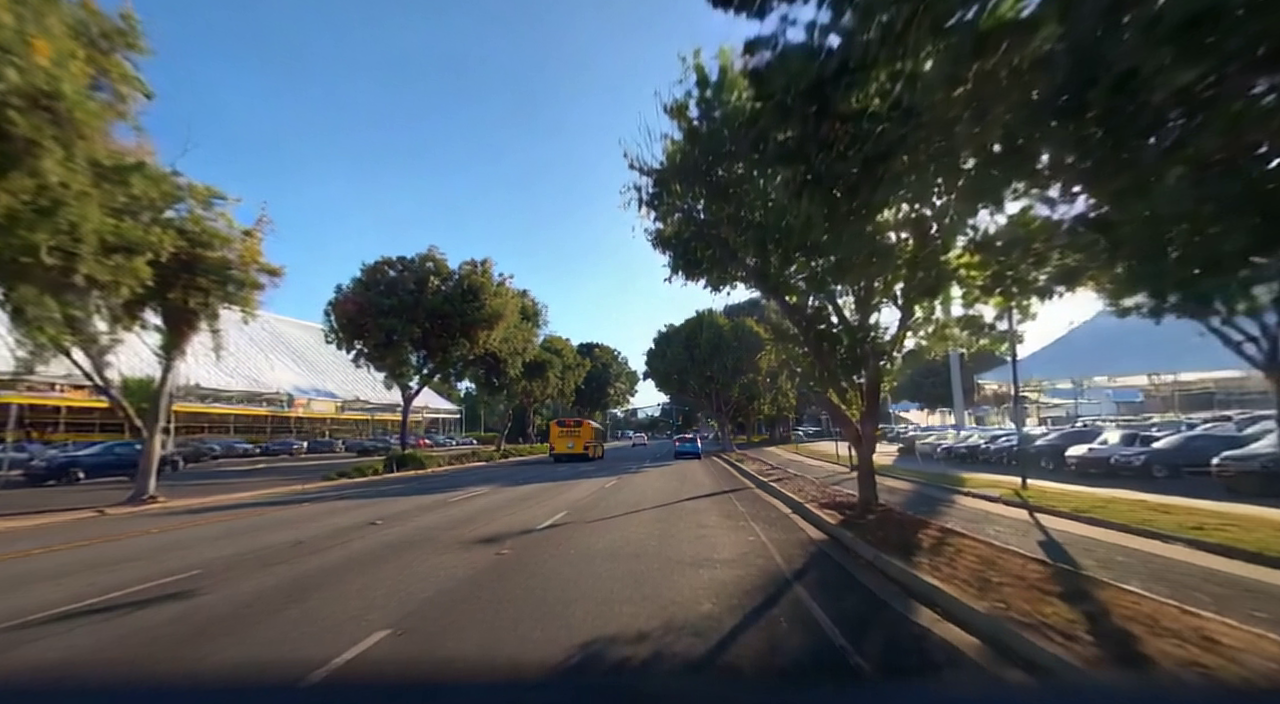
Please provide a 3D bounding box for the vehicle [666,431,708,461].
[{"bbox_3d":[2.524,5.089,33.988,2.123,1.498,4.226,-1,-9,4],"label":"vehicle"}]

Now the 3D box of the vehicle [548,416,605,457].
[{"bbox_3d":[-4.114,5.707,42.146,2.485,2.556,6.363,-1,-9,6],"label":"vehicle"}]

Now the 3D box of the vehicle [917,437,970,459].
[{"bbox_3d":[21.620,6.887,45.202,1.849,1.466,4.831,-1,-9,6],"label":"vehicle"}]
